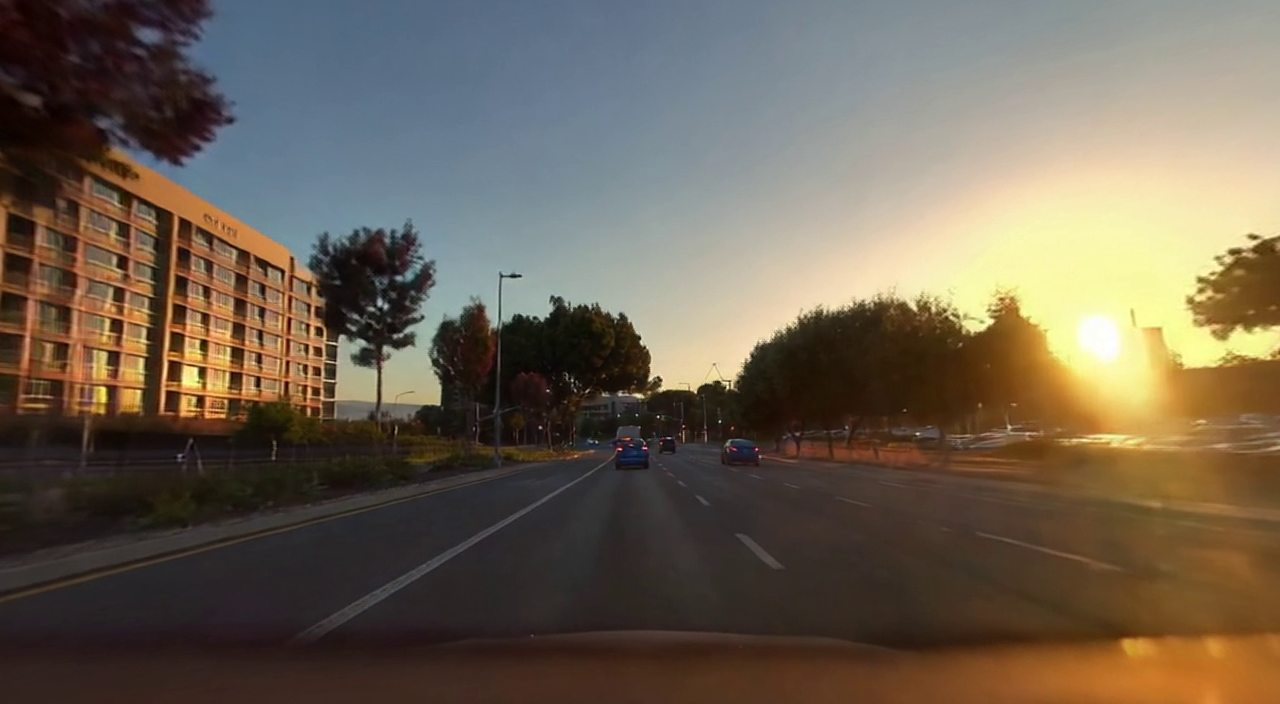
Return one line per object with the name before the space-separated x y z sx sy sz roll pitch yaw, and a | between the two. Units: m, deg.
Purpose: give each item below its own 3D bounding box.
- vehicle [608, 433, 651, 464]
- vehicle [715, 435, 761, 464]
vehicle | -0.658 6.491 42.323 2.682 1.908 5.706 0 -9 0
vehicle | 6.546 6.577 42.474 2.136 1.799 4.796 1 -9 -2
